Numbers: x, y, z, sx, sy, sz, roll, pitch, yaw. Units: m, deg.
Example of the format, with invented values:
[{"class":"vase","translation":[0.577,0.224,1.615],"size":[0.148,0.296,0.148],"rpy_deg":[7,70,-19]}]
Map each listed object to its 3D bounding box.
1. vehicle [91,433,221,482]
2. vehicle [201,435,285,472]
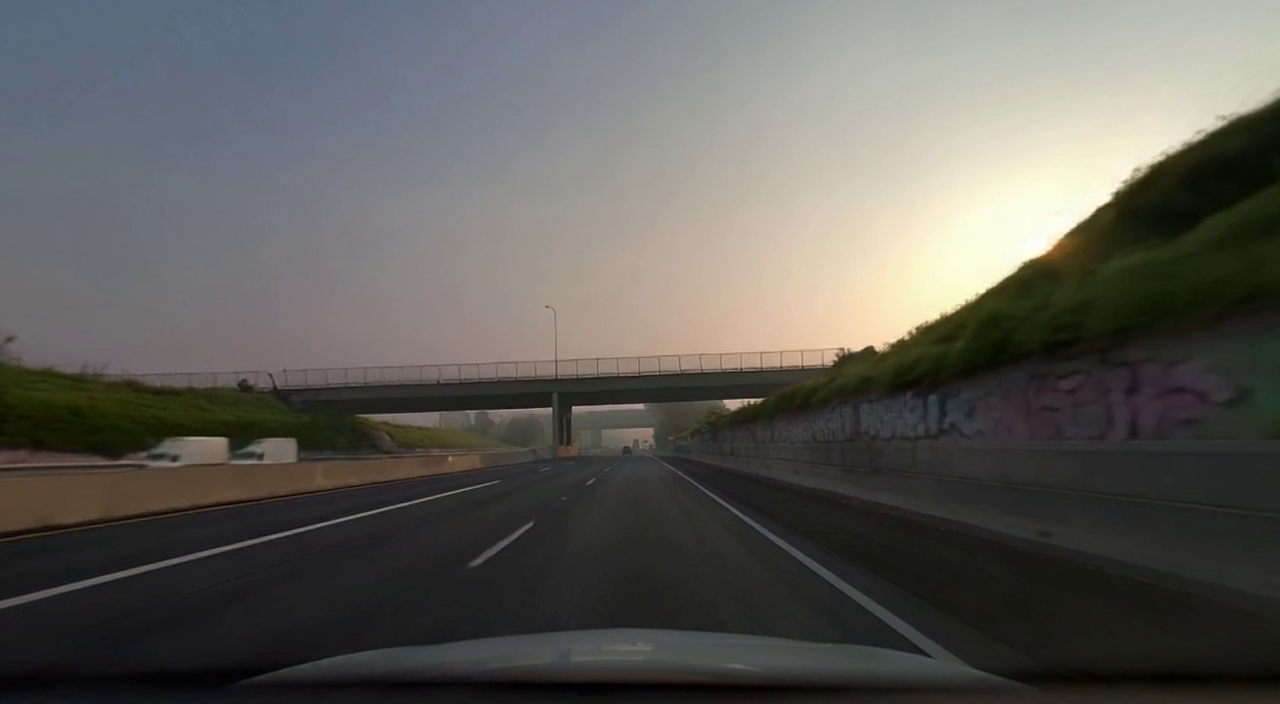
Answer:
[{"class":"vehicle","translation":[-23.615,5.185,31.166],"size":[2.015,2.161,5.496],"rpy_deg":[0,-9,0]},{"class":"vehicle","translation":[-23.661,6.055,37.806],"size":[2.228,2.058,4.155],"rpy_deg":[0,-9,0]}]
